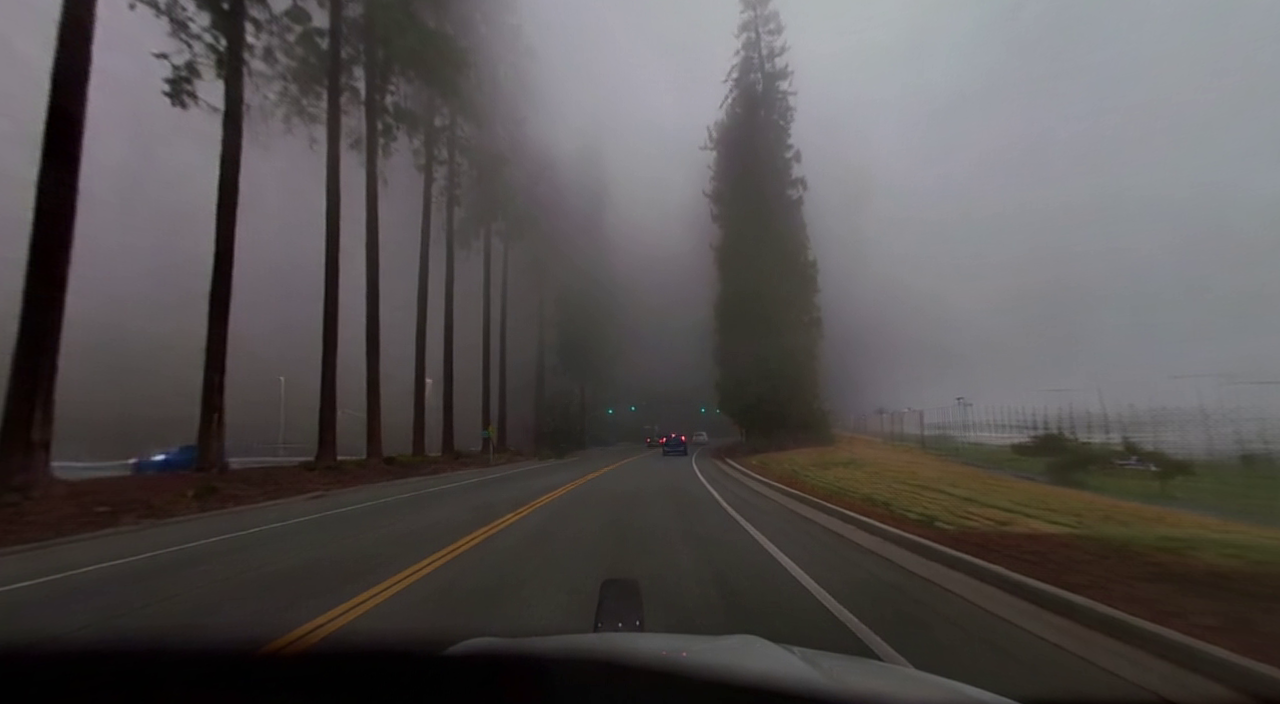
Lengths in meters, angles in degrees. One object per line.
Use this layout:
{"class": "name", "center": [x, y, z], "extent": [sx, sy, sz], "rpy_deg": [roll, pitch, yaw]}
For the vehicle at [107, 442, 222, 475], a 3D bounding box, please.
{"class": "vehicle", "center": [-23.138, 5.172, 31.010], "extent": [1.821, 1.451, 4.669], "rpy_deg": [-1, -8, 4]}
